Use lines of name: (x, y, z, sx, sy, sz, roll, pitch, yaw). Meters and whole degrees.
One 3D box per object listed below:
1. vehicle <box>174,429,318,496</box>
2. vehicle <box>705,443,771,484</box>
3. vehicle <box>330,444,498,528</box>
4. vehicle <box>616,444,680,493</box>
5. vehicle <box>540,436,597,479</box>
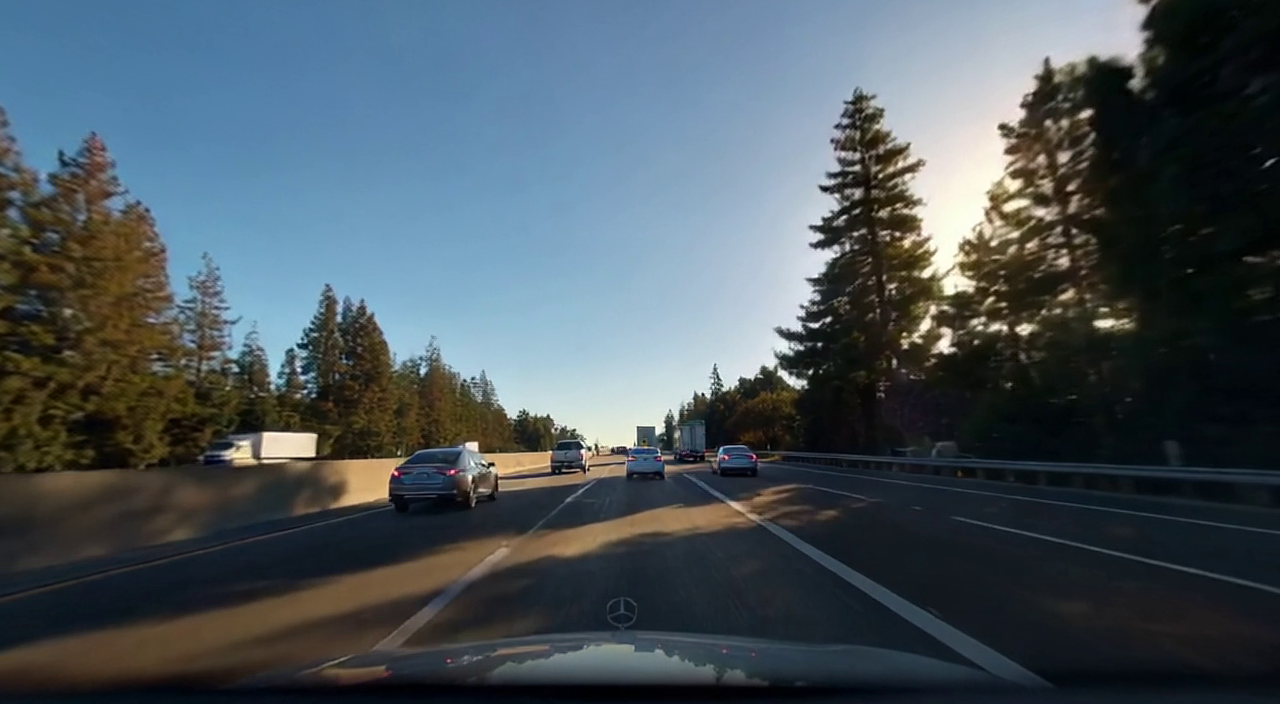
vehicle: (-16.675, 4.707, 27.099, 2.269, 2.522, 5.946, 0, -9, 0)
vehicle: (3.922, 4.556, 25.820, 1.959, 1.503, 4.064, 0, -9, -1)
vehicle: (-4.564, 2.750, 13.508, 1.967, 1.473, 4.439, 0, -9, 0)
vehicle: (0.253, 4.048, 22.092, 2.015, 1.526, 4.286, 0, -9, 0)
vehicle: (-3.468, 5.254, 31.357, 2.230, 1.973, 4.403, -1, -9, 2)
